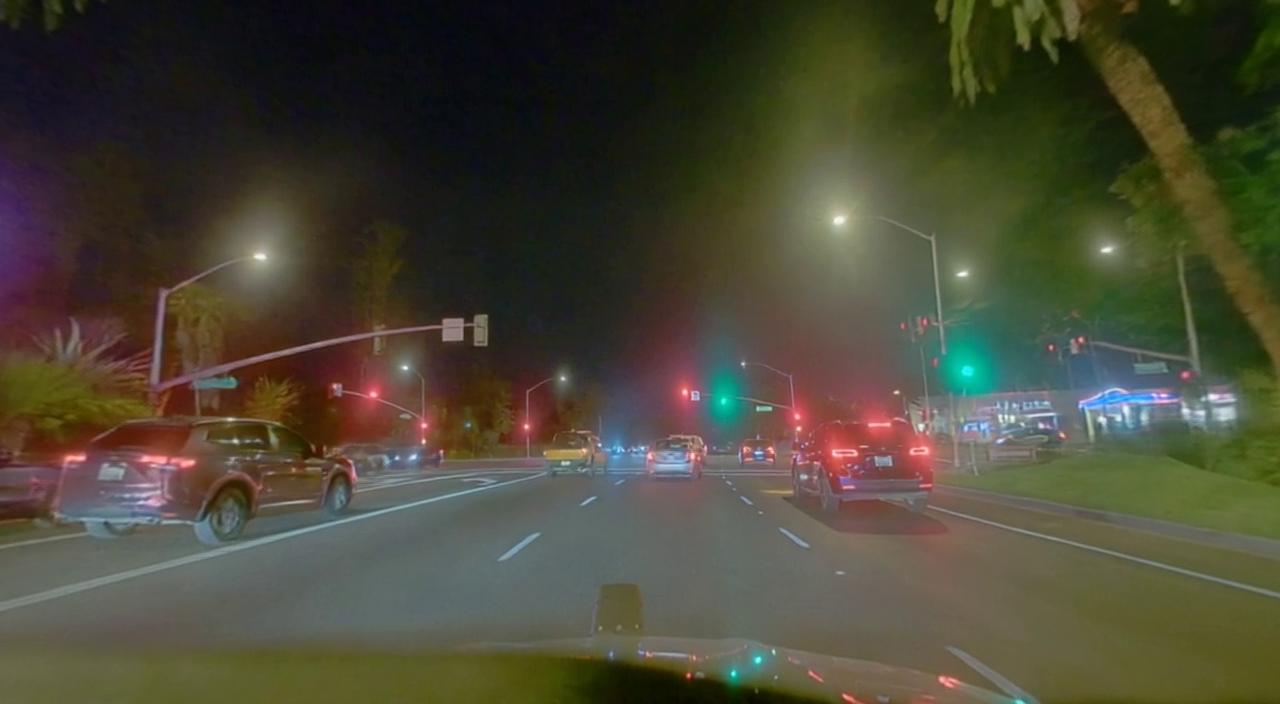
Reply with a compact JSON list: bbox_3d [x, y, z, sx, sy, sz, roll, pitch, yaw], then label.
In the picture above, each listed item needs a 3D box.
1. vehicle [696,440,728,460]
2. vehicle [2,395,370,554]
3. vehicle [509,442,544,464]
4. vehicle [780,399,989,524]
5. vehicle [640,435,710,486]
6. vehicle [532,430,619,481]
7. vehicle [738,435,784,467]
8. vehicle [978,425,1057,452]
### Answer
[{"bbox_3d":[5.347,7.183,46.371,1.956,1.369,3.686,-2,-9,12],"label":"vehicle"},{"bbox_3d":[-6.479,1.811,9.966,2.127,1.888,4.637,-1,-8,4],"label":"vehicle"},{"bbox_3d":[-7.949,7.115,44.713,1.918,1.443,4.612,0,-8,-4],"label":"vehicle"},{"bbox_3d":[4.386,2.093,12.508,2.267,1.931,5.145,-1,-8,3],"label":"vehicle"},{"bbox_3d":[1.186,3.505,20.643,2.057,1.492,3.825,-1,-8,5],"label":"vehicle"},{"bbox_3d":[-2.337,3.926,24.296,2.088,1.746,4.650,-2,-8,10],"label":"vehicle"},{"bbox_3d":[6.204,5.109,32.722,2.149,1.532,4.168,-2,-8,9],"label":"vehicle"},{"bbox_3d":[28.227,6.518,47.425,4.557,1.848,2.008,-3,-9,12],"label":"vehicle"}]
